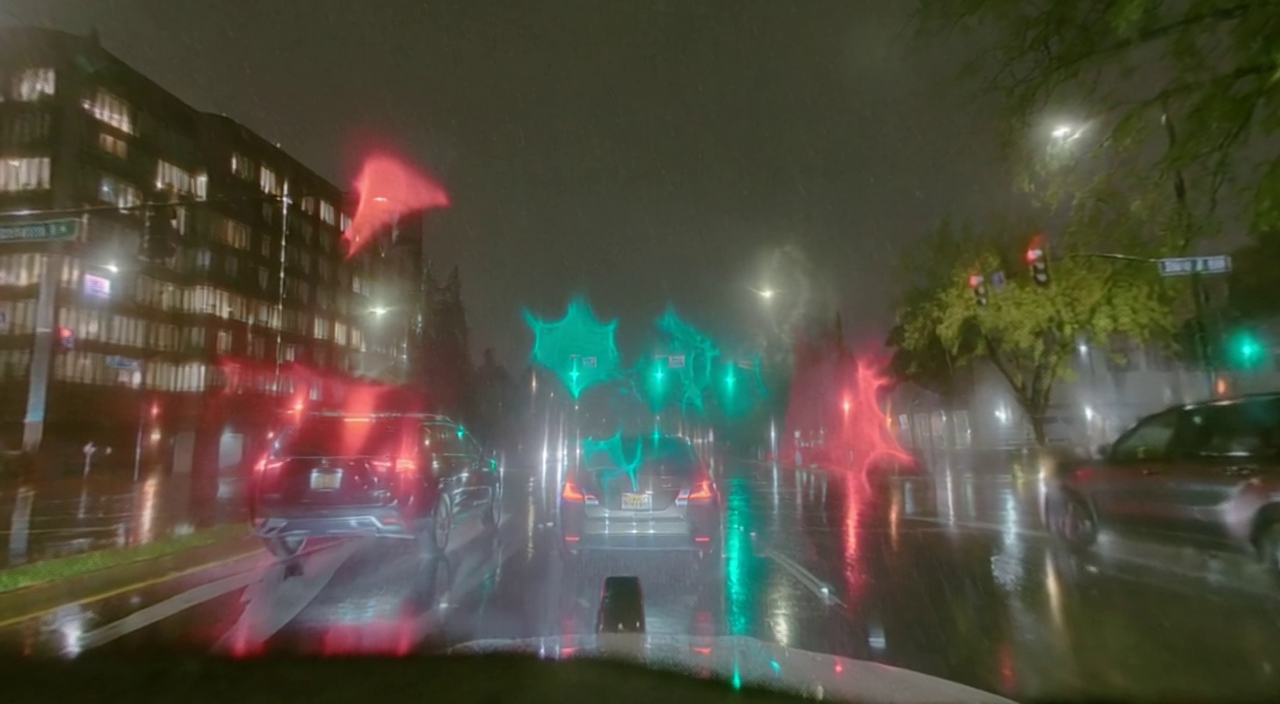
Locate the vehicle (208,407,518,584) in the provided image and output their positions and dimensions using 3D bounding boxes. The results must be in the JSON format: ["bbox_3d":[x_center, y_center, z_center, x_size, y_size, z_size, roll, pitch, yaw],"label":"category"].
[{"bbox_3d":[-3.161,1.734,8.490,2.081,1.719,4.434,0,-8,1],"label":"vehicle"}]

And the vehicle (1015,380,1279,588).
[{"bbox_3d":[6.733,1.359,6.856,2.079,1.828,5.323,0,-8,1],"label":"vehicle"}]

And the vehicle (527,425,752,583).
[{"bbox_3d":[0.010,1.777,8.176,2.190,1.522,3.850,0,-8,1],"label":"vehicle"}]
